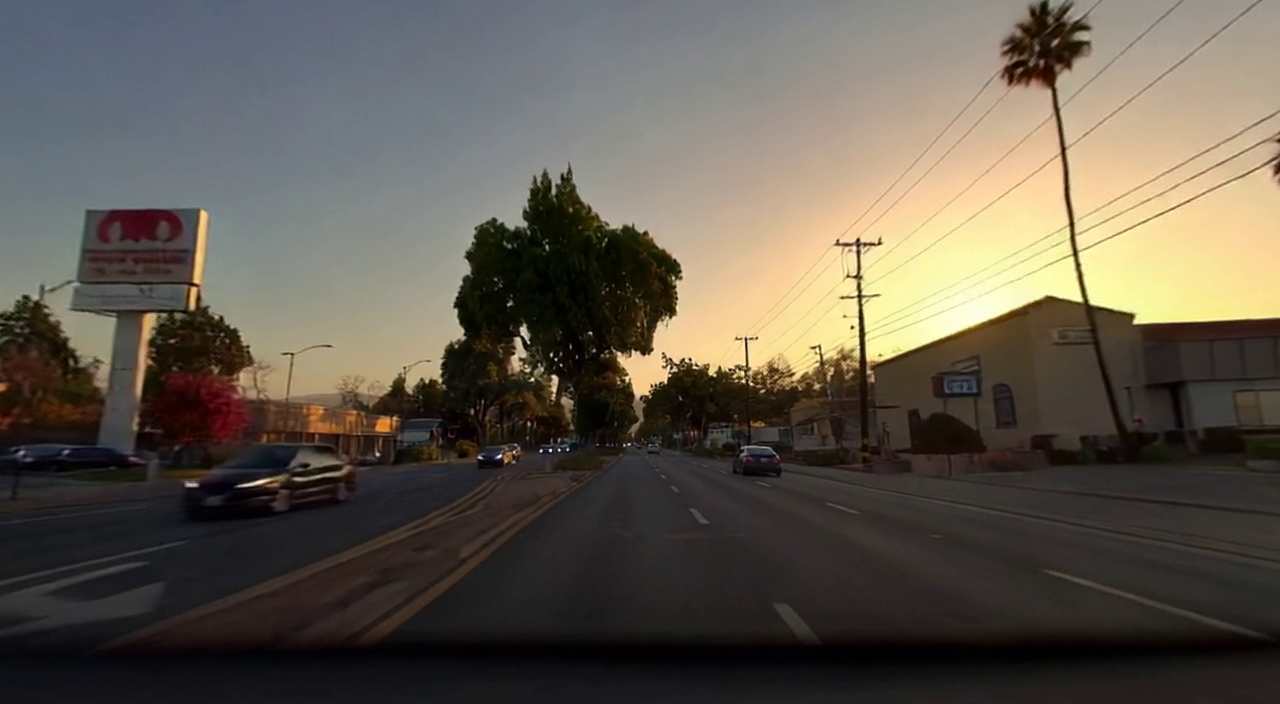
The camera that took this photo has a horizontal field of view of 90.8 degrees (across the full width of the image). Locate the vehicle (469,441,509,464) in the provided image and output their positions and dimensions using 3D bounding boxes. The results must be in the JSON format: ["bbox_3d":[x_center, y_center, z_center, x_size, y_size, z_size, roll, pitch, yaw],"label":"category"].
[{"bbox_3d":[-11.800,7.913,49.759,2.007,1.707,4.522,0,-8,0],"label":"vehicle"}]

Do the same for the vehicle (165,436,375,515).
[{"bbox_3d":[-7.964,2.681,14.261,1.946,1.471,4.587,0,-8,0],"label":"vehicle"}]

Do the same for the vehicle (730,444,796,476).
[{"bbox_3d":[5.918,5.253,31.042,2.261,1.479,4.403,0,-8,-2],"label":"vehicle"}]
